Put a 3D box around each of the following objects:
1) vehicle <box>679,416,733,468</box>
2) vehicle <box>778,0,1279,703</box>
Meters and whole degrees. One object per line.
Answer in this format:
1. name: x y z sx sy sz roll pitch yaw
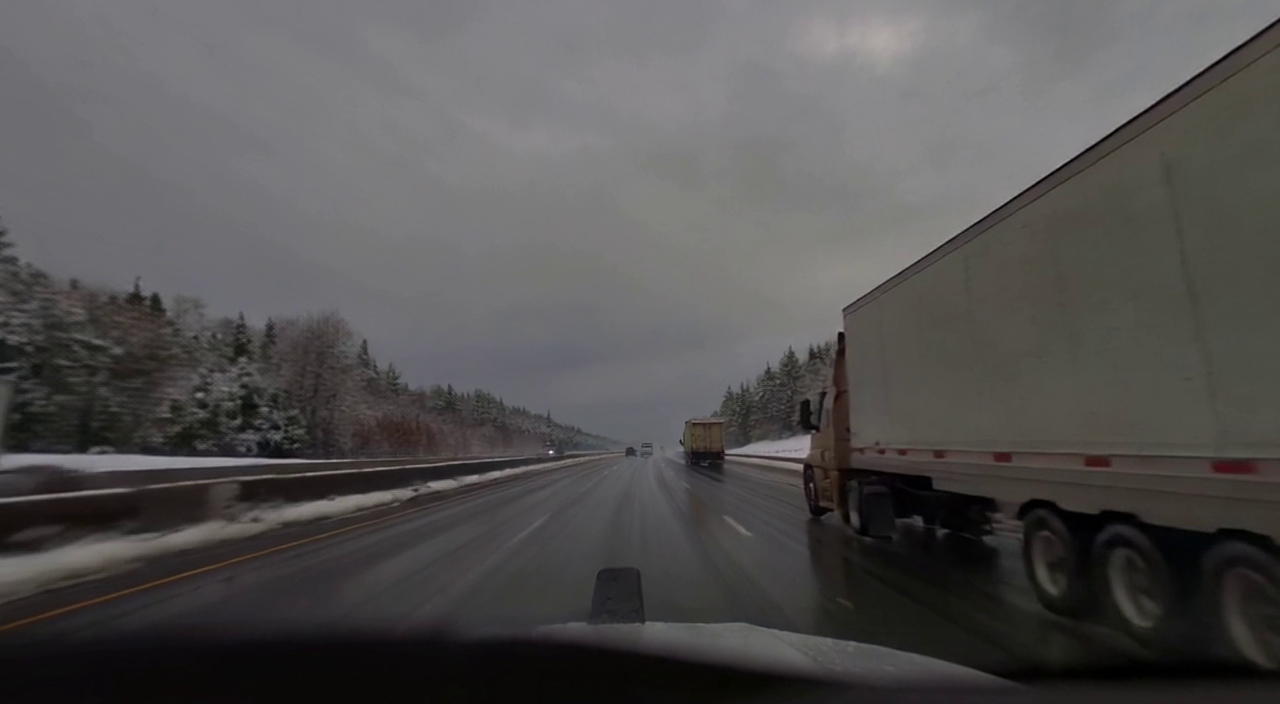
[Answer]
1. vehicle: 4.500 6.425 44.743 2.771 3.313 8.121 0 -9 -1
2. vehicle: 4.410 0.552 7.410 3.032 3.785 10.333 0 -9 -1
